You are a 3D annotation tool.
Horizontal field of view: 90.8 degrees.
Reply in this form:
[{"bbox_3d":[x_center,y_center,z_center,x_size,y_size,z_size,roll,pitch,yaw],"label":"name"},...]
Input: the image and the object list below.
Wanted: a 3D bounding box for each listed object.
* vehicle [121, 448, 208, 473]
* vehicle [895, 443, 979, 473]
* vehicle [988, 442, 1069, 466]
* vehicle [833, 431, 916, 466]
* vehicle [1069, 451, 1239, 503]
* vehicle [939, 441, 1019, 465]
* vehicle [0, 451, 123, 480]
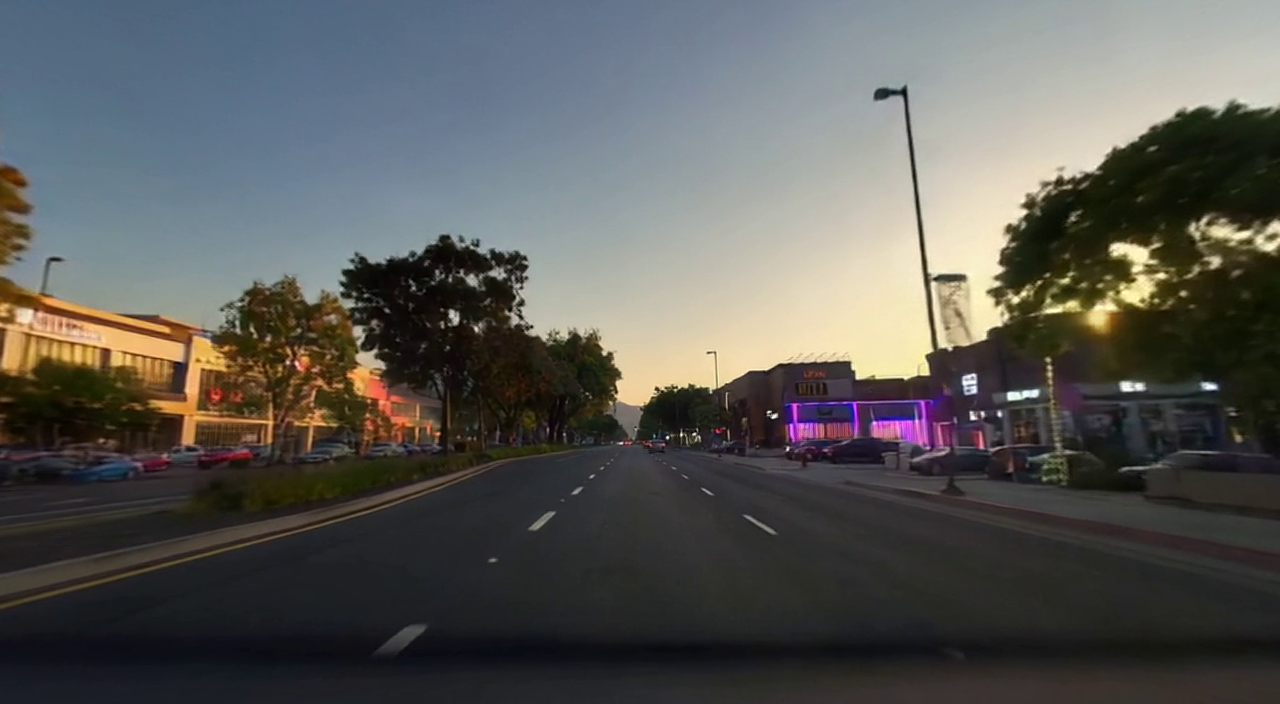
[{"bbox_3d":[-30.543,6.957,40.625,4.104,1.576,1.852,0,-8,2],"label":"vehicle"},{"bbox_3d":[15.724,5.611,33.774,1.936,1.464,4.867,0,-8,-3],"label":"vehicle"},{"bbox_3d":[24.701,6.480,40.374,1.950,1.473,4.126,2,-9,-14],"label":"vehicle"},{"bbox_3d":[14.781,6.147,40.319,2.189,1.951,5.828,-1,-9,-10],"label":"vehicle"},{"bbox_3d":[16.906,4.098,20.936,3.889,1.590,1.950,0,-8,0],"label":"vehicle"},{"bbox_3d":[21.803,6.489,40.816,1.908,1.469,4.354,3,-9,-18],"label":"vehicle"},{"bbox_3d":[-30.647,5.979,33.400,4.880,1.464,1.953,0,-8,1],"label":"vehicle"}]
